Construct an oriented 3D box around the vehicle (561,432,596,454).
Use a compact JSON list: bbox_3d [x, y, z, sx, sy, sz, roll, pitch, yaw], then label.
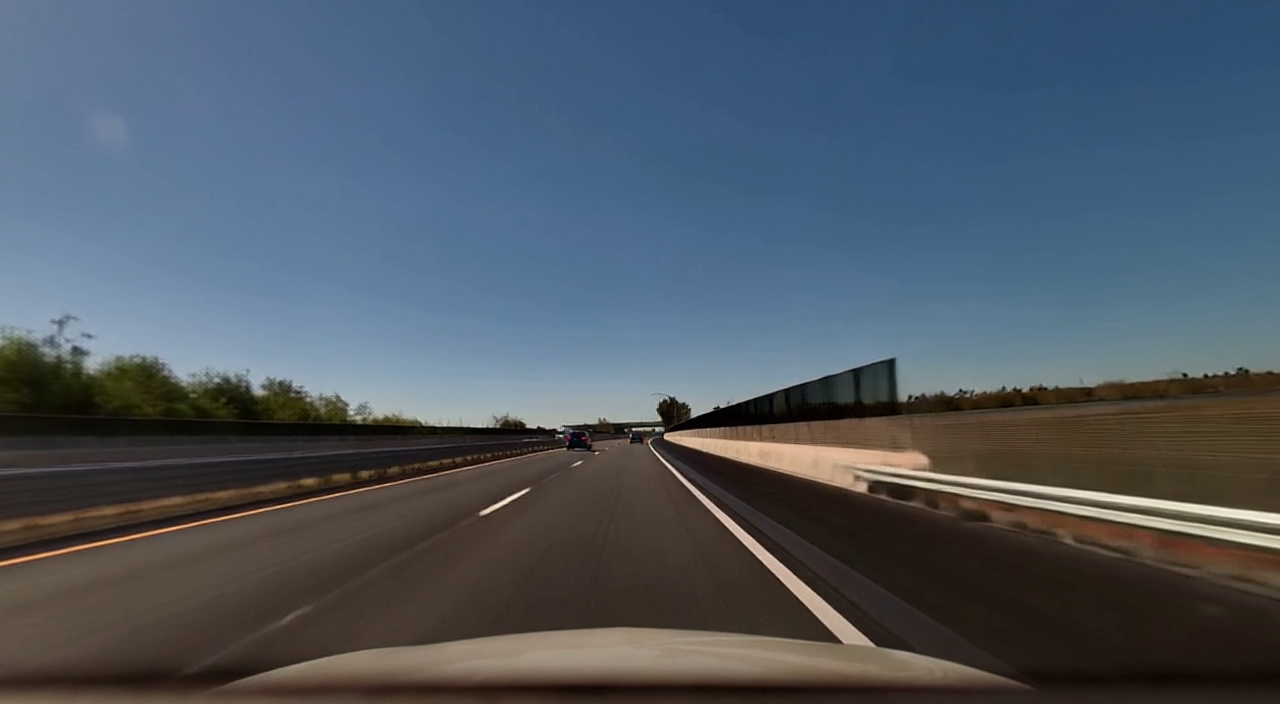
[{"bbox_3d":[-4.598,6.907,47.888,2.149,1.532,4.905,0,-8,0],"label":"vehicle"}]
